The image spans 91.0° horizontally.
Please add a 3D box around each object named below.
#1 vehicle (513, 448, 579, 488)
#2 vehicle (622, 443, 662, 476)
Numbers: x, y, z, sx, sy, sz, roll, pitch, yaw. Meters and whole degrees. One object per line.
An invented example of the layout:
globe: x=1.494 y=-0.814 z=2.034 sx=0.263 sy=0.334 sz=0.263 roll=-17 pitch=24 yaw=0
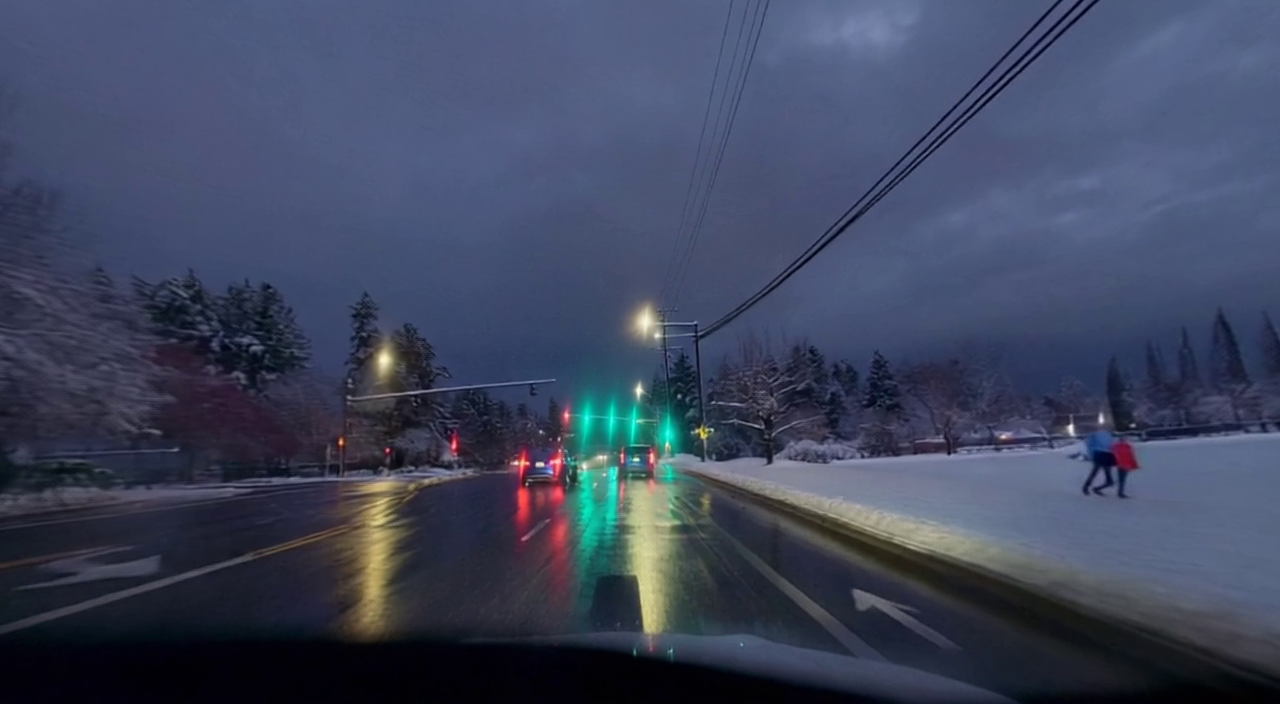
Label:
vehicle: x=-3.732 y=4.652 z=25.655 sx=2.036 sy=1.447 sz=4.044 roll=0 pitch=-8 yaw=0
vehicle: x=0.029 y=6.262 z=37.076 sx=2.215 sy=1.799 sz=4.426 roll=0 pitch=-8 yaw=-1
